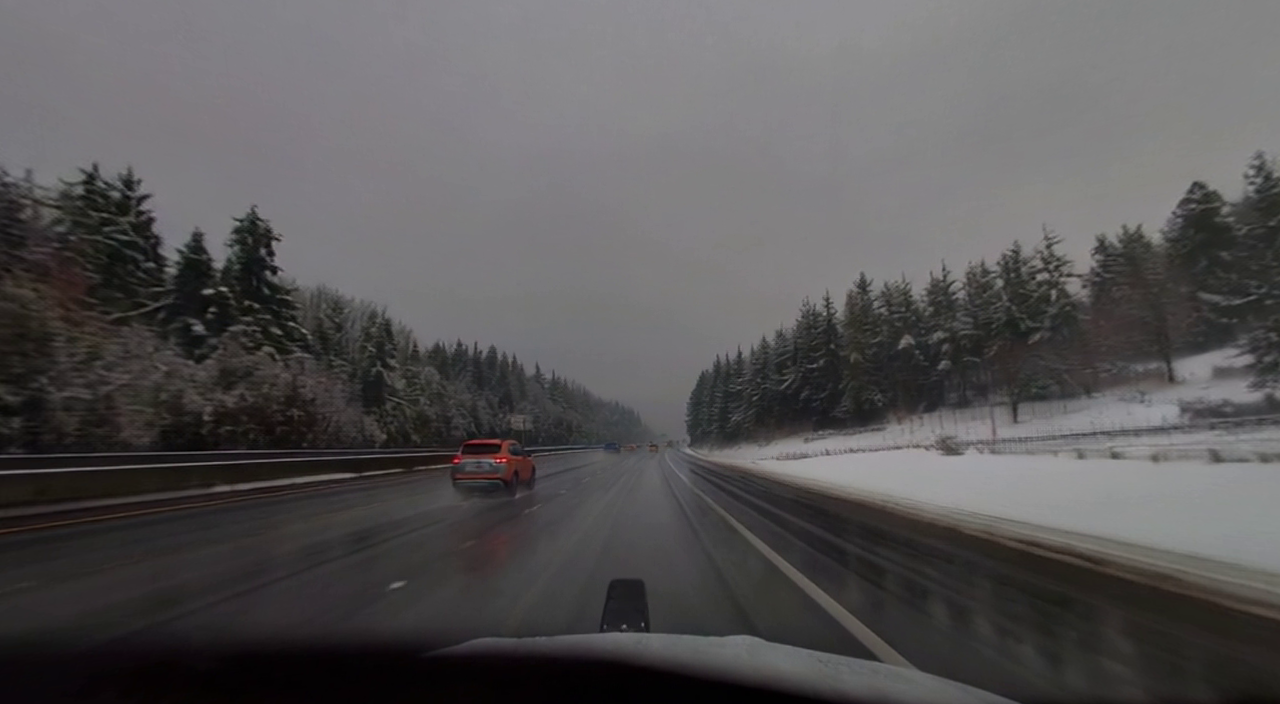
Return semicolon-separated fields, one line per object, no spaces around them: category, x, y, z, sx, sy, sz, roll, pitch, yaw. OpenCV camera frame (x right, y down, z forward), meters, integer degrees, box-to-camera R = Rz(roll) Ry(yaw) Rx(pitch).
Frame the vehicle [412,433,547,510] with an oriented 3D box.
vehicle;-3.594;2.751;15.000;1.993;1.538;4.192;0;-8;2
